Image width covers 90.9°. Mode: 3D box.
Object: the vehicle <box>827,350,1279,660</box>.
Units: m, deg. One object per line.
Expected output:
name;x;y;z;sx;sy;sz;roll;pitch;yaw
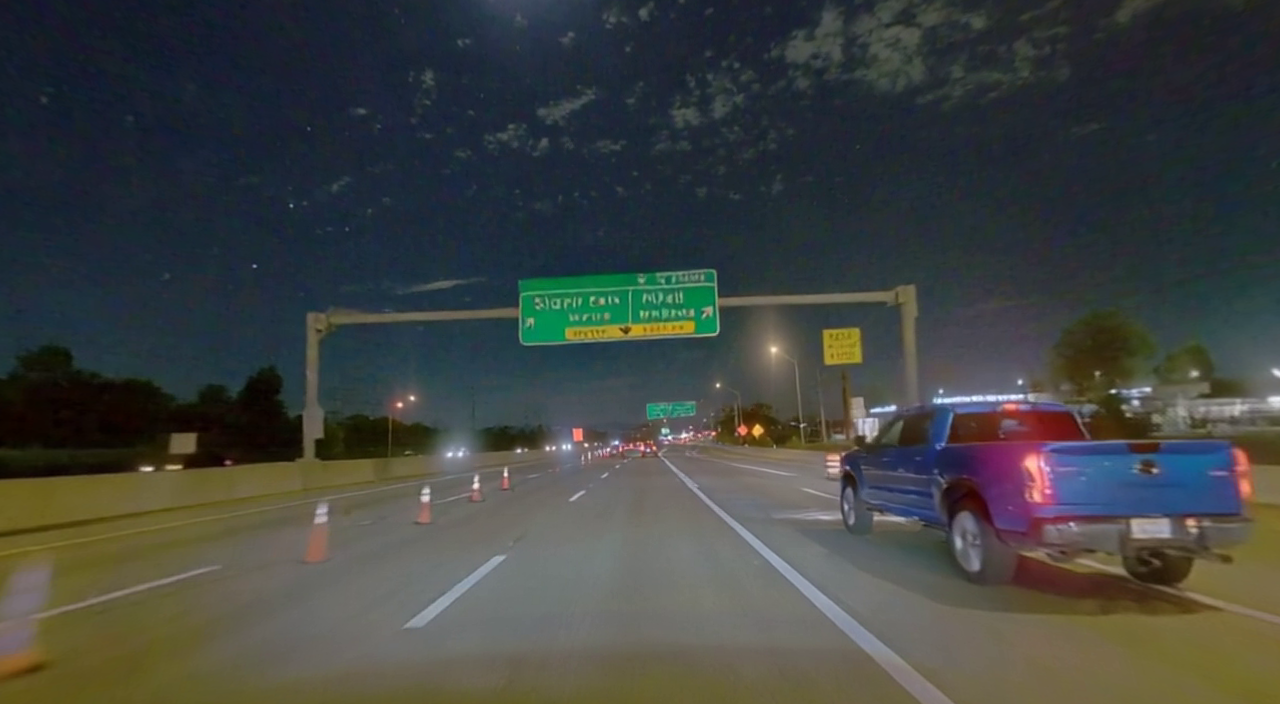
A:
vehicle;3.817;1.275;6.457;2.186;1.840;5.289;0;-8;0

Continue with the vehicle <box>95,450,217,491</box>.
vehicle;-24.014;5.850;31.608;1.932;1.767;5.179;0;-8;1
